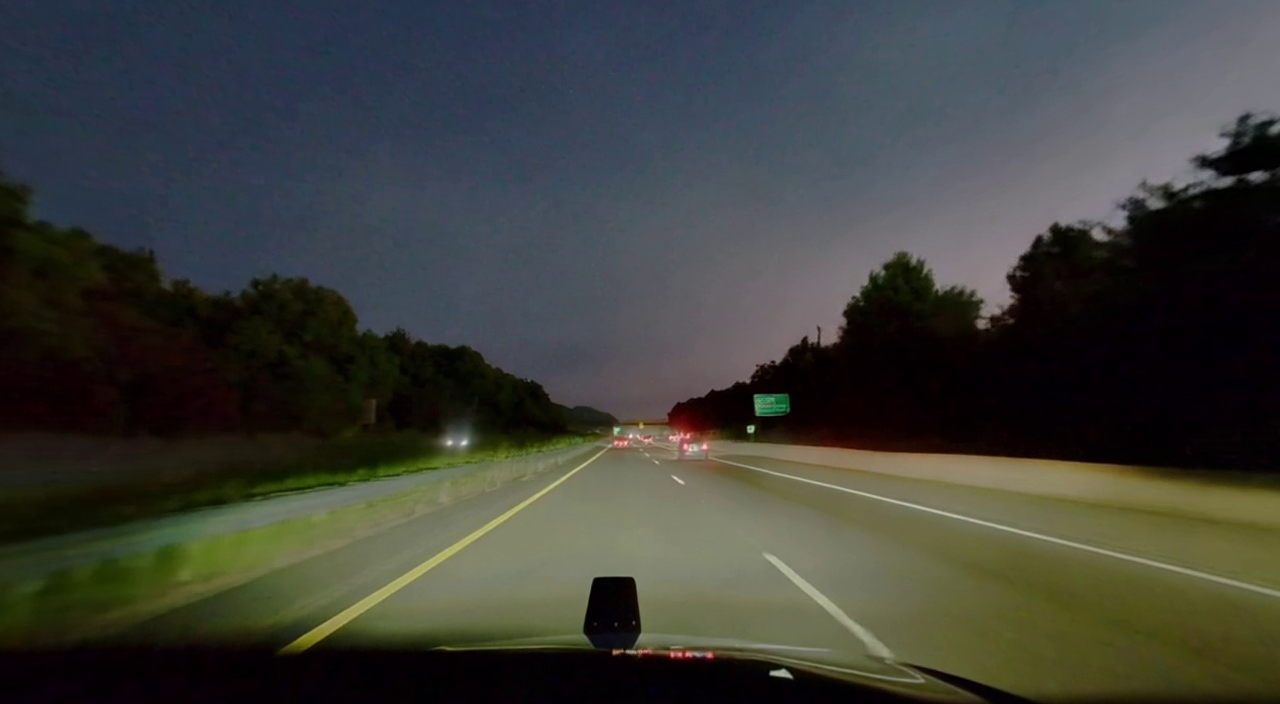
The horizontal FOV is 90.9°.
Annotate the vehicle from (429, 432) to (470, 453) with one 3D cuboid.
[{"bbox_3d":[-14.703,7.027,48.898,1.989,1.531,3.818,0,-8,-1],"label":"vehicle"}]

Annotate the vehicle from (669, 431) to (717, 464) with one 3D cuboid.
[{"bbox_3d":[2.838,5.246,34.860,2.085,1.681,4.436,0,-8,-2],"label":"vehicle"}]
